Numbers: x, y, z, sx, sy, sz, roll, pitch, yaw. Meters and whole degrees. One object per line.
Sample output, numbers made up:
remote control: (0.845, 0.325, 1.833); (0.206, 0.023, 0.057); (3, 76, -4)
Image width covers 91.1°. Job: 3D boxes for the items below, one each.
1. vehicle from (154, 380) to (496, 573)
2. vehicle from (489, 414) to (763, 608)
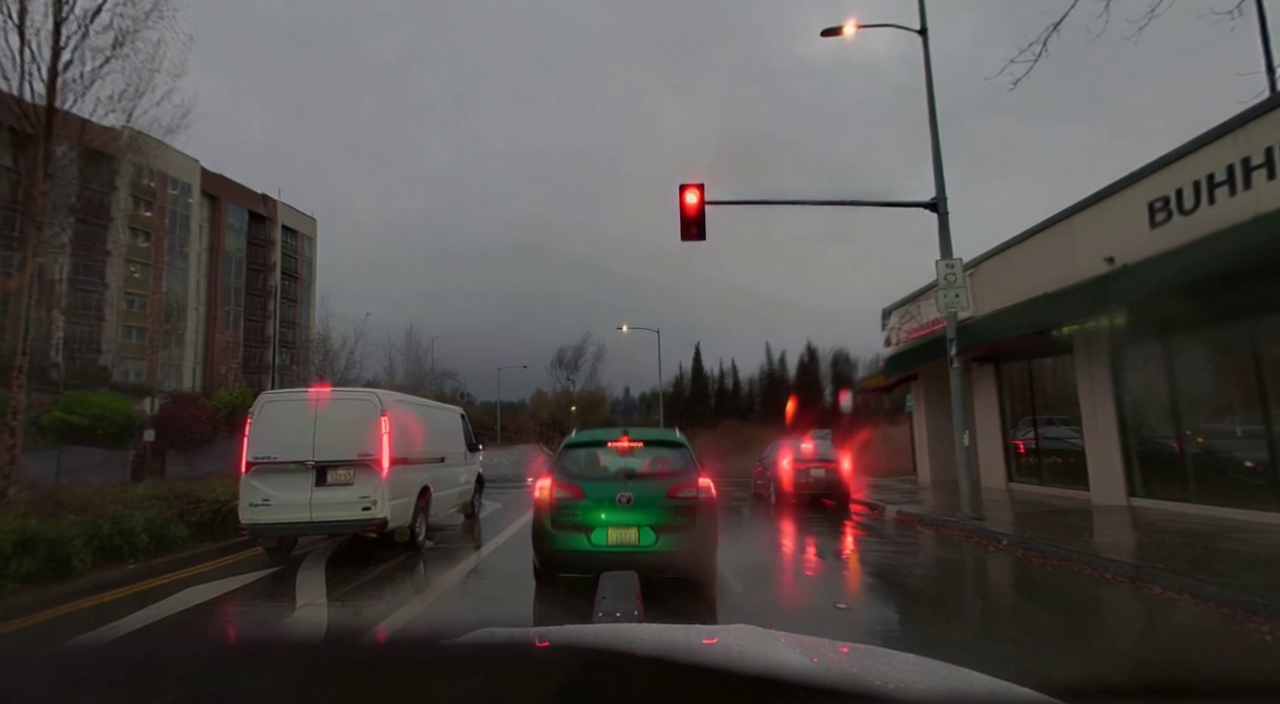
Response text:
vehicle: (-3.575, 1.515, 8.576); (2.076, 1.820, 5.100); (0, -8, -1)
vehicle: (-0.112, 1.465, 6.776); (2.064, 1.452, 3.942); (0, -8, 0)
